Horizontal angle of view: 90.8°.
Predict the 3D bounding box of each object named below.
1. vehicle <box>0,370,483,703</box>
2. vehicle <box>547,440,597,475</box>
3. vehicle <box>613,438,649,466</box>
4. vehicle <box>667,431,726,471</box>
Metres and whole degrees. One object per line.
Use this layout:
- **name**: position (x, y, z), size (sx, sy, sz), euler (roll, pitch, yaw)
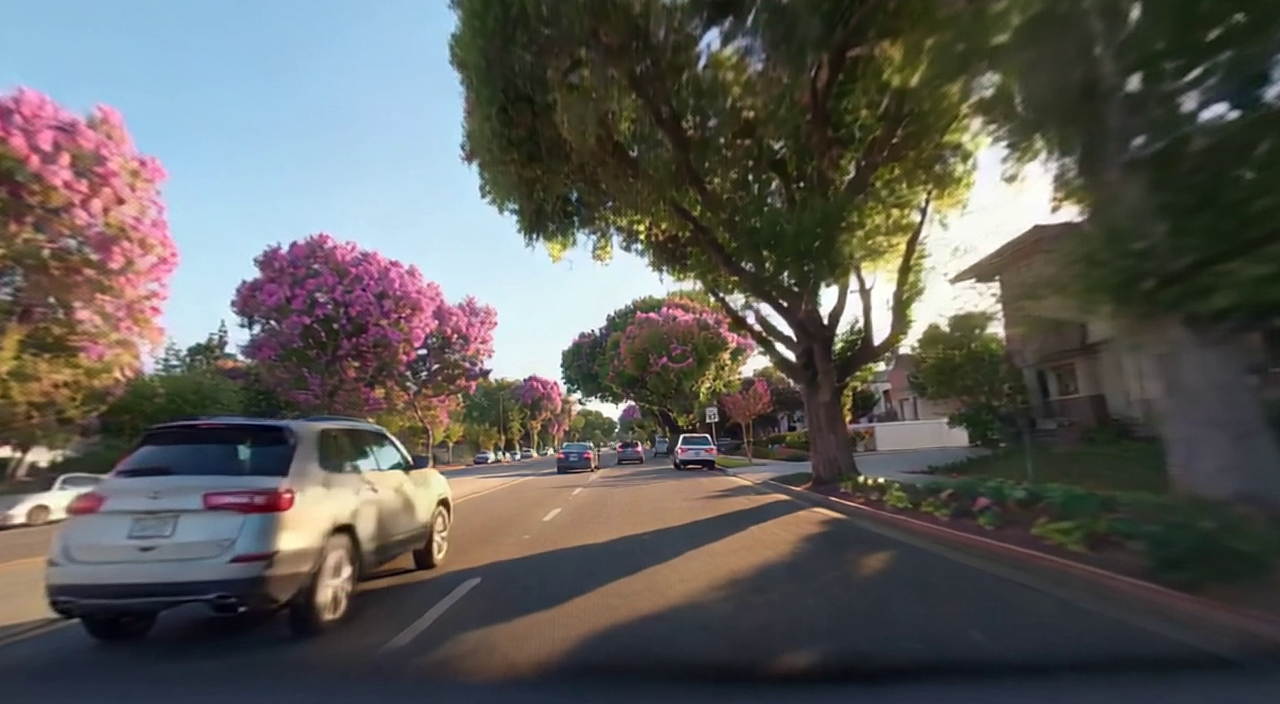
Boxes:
- **vehicle**: position (-3.245, 1.347, 5.916), size (2.257, 1.751, 5.028), euler (0, -9, 0)
- **vehicle**: position (-3.398, 5.411, 32.523), size (2.167, 1.634, 4.220), euler (0, -9, -1)
- **vehicle**: position (-0.615, 6.913, 43.680), size (2.376, 1.801, 4.317), euler (0, -9, -1)
- **vehicle**: position (3.013, 5.478, 35.039), size (2.653, 2.058, 5.096), euler (0, -9, -1)
